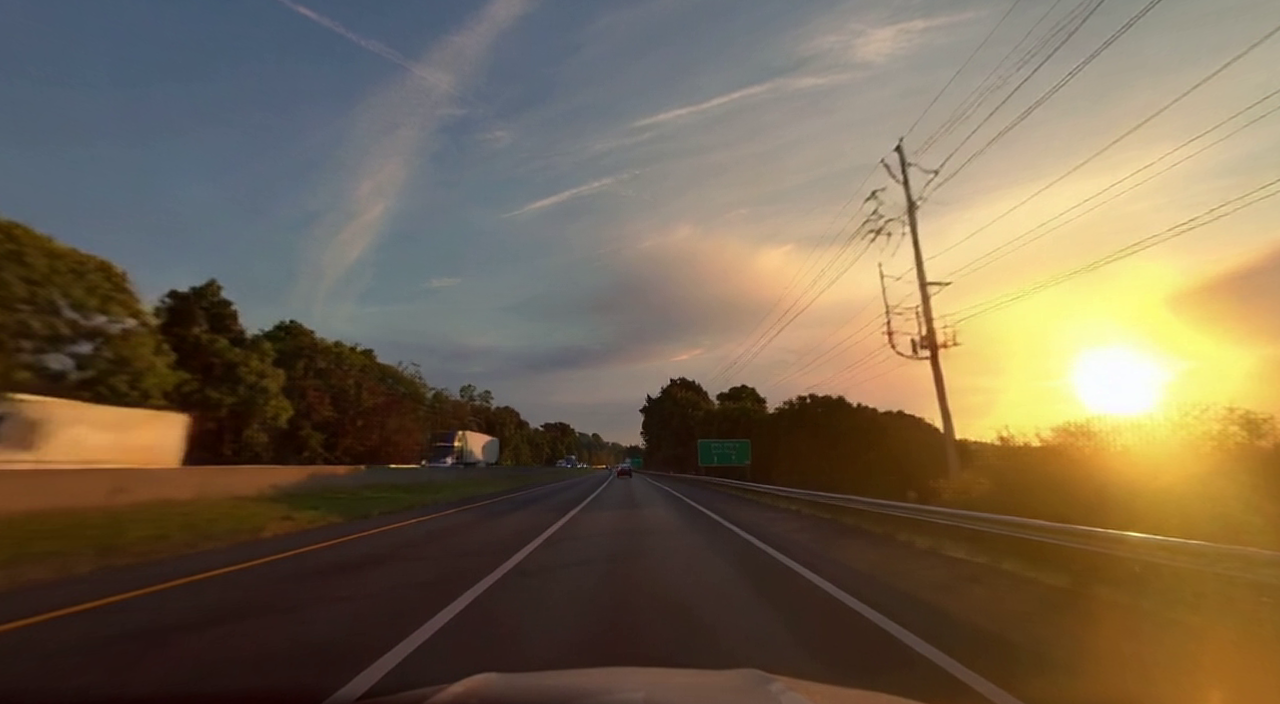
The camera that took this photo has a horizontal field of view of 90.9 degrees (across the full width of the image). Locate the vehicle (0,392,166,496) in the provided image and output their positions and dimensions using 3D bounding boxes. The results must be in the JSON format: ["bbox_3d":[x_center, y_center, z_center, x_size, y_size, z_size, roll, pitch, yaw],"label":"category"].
[{"bbox_3d":[-15.034,2.314,15.477,2.198,2.227,5.741,1,-10,0],"label":"vehicle"}]
